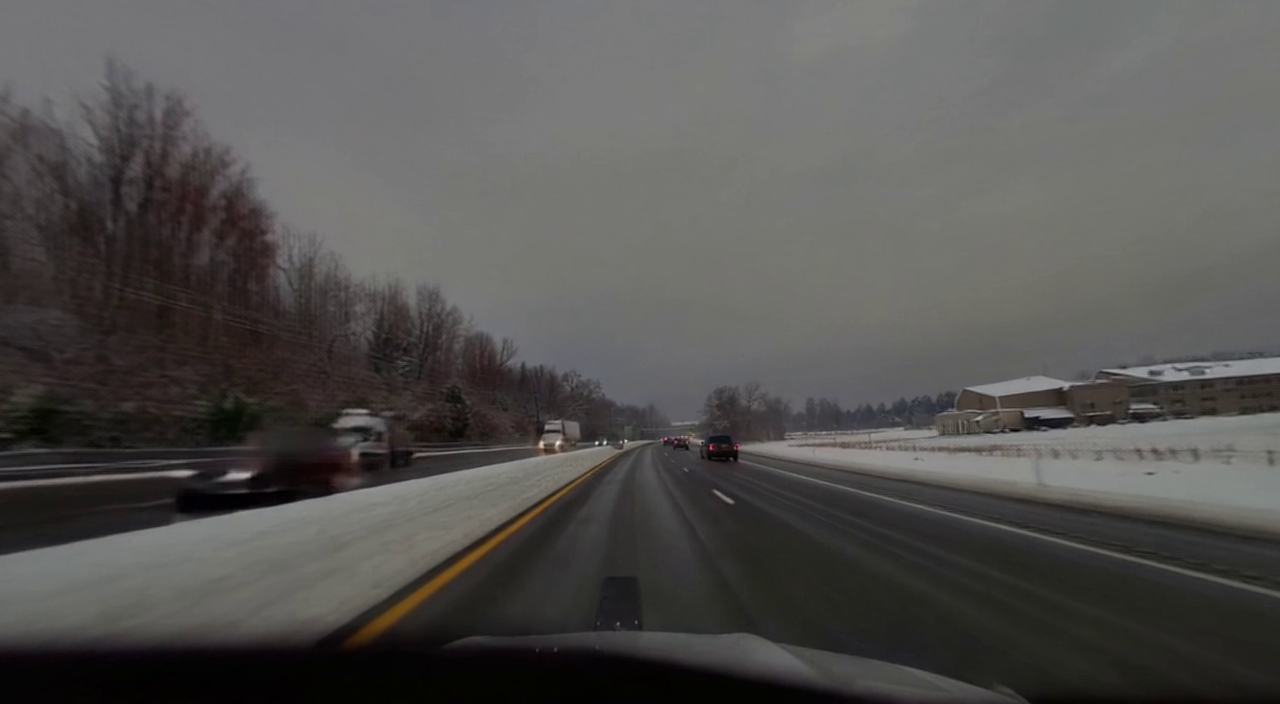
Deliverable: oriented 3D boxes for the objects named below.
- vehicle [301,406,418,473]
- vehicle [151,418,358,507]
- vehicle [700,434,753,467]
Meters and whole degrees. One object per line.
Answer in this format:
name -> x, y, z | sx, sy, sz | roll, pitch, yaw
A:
vehicle -> -13.026, 4.138, 29.816 | 2.524, 2.819, 6.073 | -1, -8, 2
vehicle -> -8.711, 2.521, 14.830 | 1.954, 1.757, 4.603 | 0, -8, 0
vehicle -> 4.266, 4.920, 31.667 | 2.024, 1.516, 4.197 | 0, -8, -1
